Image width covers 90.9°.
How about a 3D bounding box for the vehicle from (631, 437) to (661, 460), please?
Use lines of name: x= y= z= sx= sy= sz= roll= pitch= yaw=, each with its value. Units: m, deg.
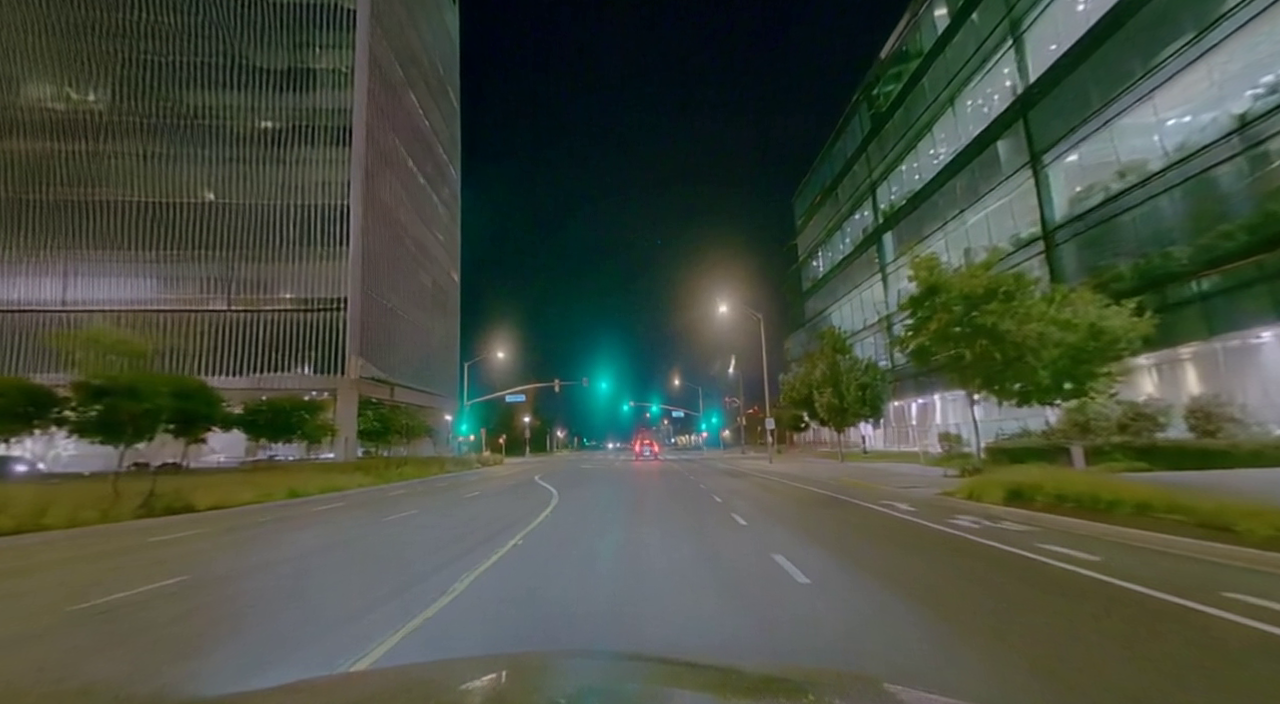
vehicle: x=0.428 y=7.418 z=48.399 sx=2.184 sy=1.640 sz=4.086 roll=1 pitch=-9 yaw=-1
